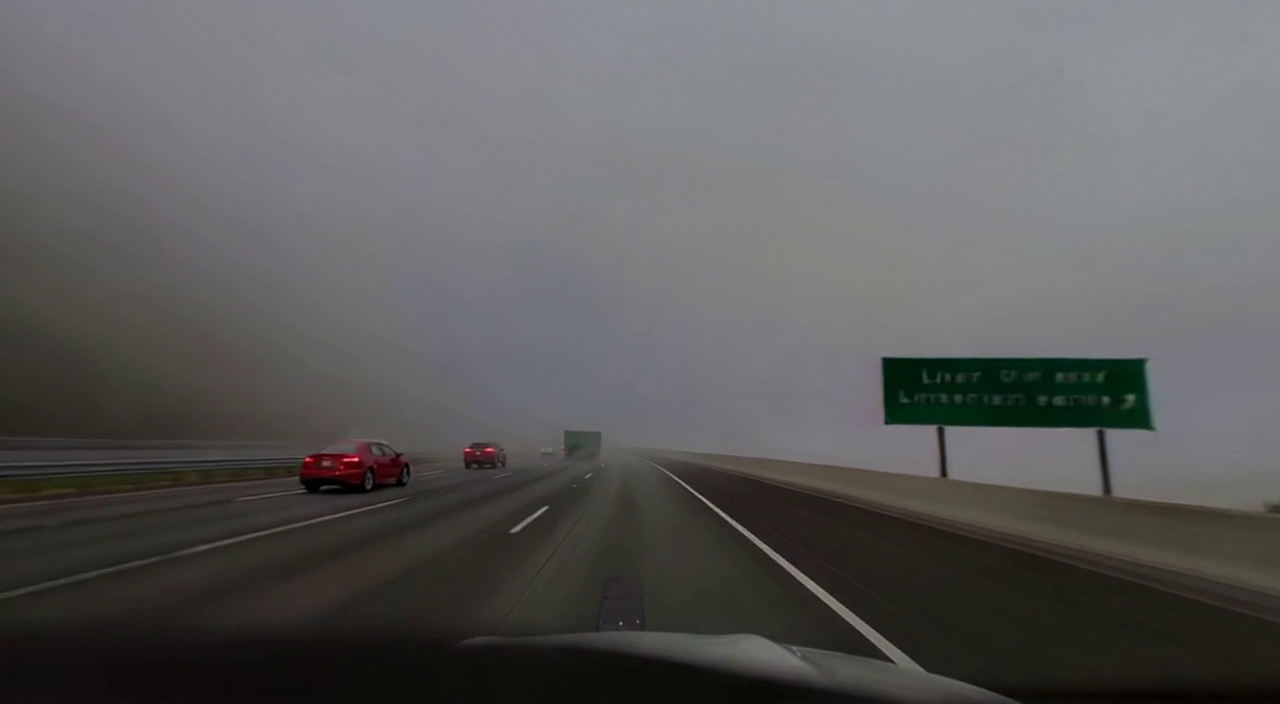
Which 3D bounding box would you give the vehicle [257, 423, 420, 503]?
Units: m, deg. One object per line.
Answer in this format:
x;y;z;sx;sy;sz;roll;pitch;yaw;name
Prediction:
-7.446;2.791;16.153;2.081;1.740;4.268;1;-9;-1;vehicle

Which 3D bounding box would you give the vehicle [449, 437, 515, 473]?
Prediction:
-7.742;5.087;31.270;2.099;1.644;4.638;1;-9;-1;vehicle
